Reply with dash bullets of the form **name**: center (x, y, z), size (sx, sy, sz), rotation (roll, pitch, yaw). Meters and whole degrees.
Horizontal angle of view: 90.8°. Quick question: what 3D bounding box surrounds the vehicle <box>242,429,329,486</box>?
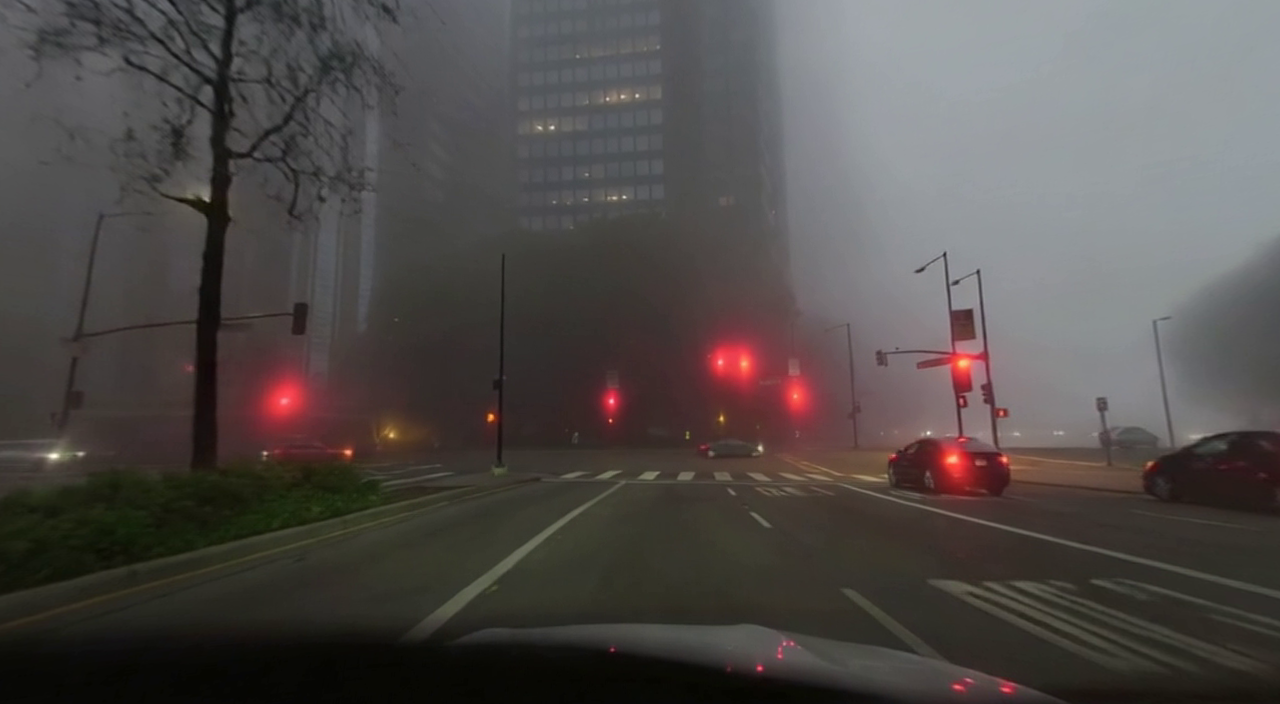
- **vehicle**: center (-13.532, 3.945, 23.963), size (2.125, 1.910, 4.779), rotation (6, -11, -36)

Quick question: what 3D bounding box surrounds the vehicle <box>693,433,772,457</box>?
- **vehicle**: center (5.850, 5.960, 40.402), size (4.762, 1.420, 1.814), rotation (0, -9, 0)

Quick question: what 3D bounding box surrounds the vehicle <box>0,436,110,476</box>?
- **vehicle**: center (-31.435, 5.415, 32.873), size (5.659, 1.967, 2.149), rotation (0, -8, -1)

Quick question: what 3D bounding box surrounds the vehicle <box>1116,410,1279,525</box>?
- **vehicle**: center (11.222, 1.974, 10.982), size (2.027, 1.810, 4.854), rotation (0, -9, -1)

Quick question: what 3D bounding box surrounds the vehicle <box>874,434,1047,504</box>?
- **vehicle**: center (7.848, 2.897, 16.159), size (1.936, 1.489, 4.885), rotation (-1, -8, 1)
